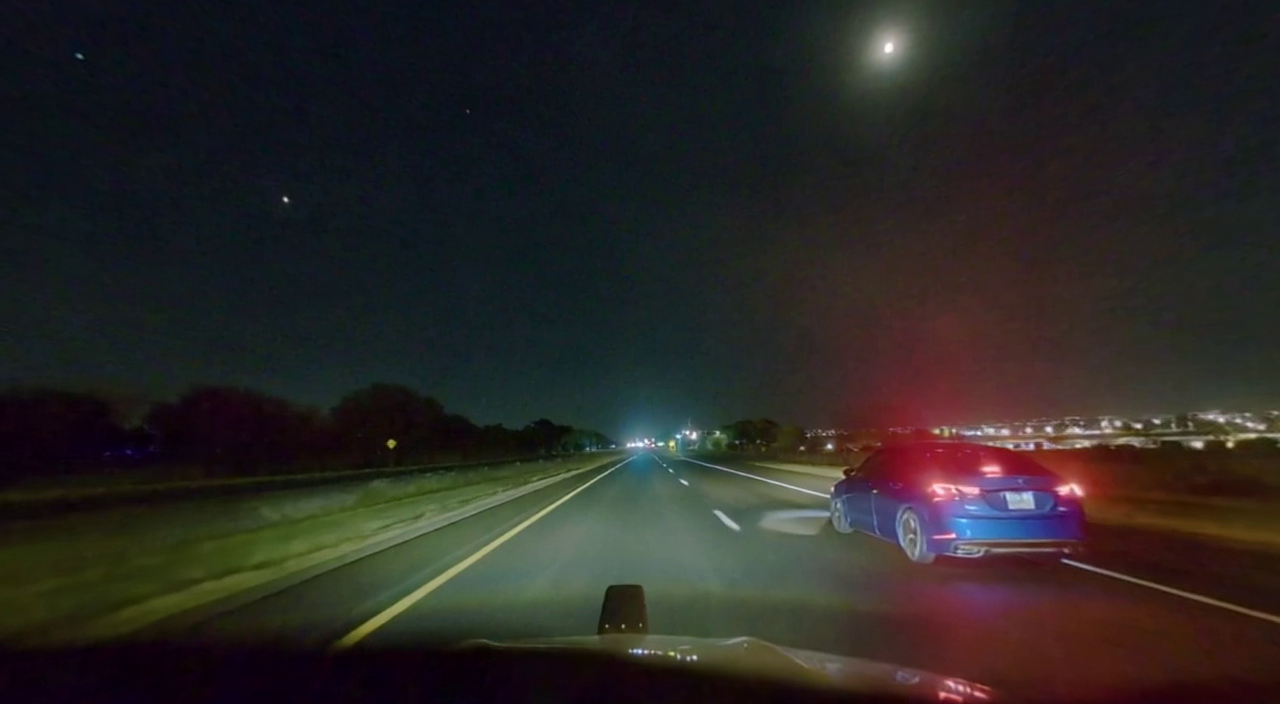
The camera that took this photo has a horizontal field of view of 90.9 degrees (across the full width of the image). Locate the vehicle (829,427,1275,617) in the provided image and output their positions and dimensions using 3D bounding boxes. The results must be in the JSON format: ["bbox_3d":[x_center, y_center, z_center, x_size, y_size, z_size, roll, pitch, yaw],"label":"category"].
[{"bbox_3d":[4.028,1.724,7.512,2.053,1.490,4.799,0,-8,0],"label":"vehicle"}]
